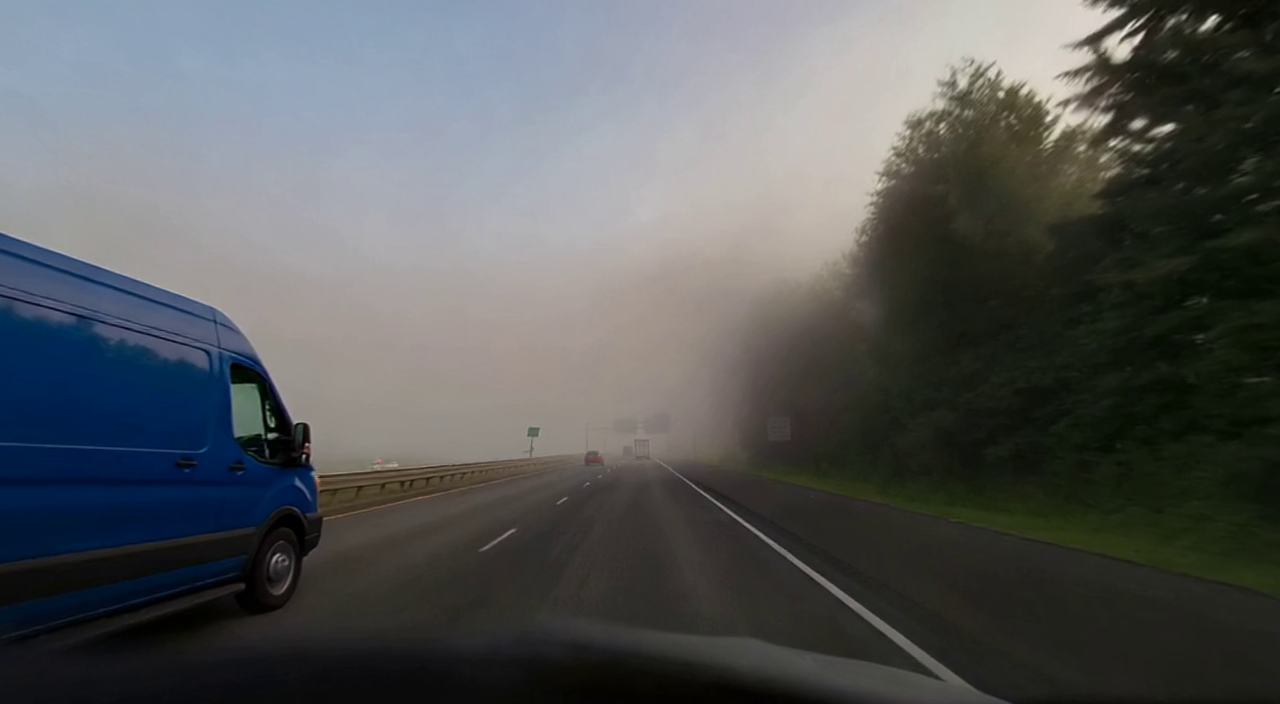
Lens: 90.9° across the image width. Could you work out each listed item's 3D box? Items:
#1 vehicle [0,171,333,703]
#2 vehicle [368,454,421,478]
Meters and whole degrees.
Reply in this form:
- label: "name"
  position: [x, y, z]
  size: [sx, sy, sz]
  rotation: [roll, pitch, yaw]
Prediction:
- label: "vehicle"
  position: [-4.177, 0.418, 2.552]
  size: [2.320, 2.636, 7.021]
  rotation: [0, -9, 0]
- label: "vehicle"
  position: [-16.541, 7.700, 42.706]
  size: [1.840, 1.455, 4.357]
  rotation: [0, -9, 0]
